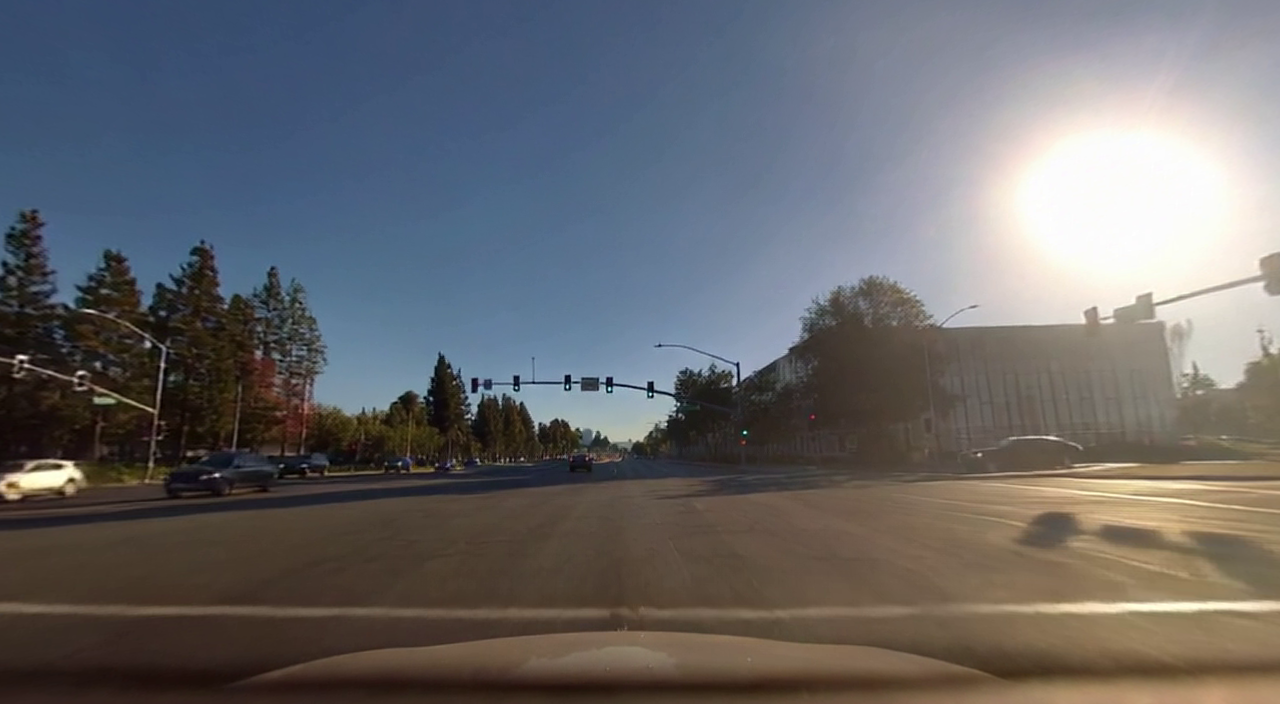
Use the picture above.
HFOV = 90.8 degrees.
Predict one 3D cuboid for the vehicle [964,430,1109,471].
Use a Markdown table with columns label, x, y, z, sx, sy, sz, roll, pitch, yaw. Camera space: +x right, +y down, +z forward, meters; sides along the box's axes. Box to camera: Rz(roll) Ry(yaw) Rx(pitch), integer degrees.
| label | x | y | z | sx | sy | sz | roll | pitch | yaw |
| --- | --- | --- | --- | --- | --- | --- | --- | --- | --- |
| vehicle | 17.923 | 4.465 | 28.761 | 5.003 | 1.786 | 2.369 | 0 | -8 | -2 |

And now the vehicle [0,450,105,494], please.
| label | x | y | z | sx | sy | sz | roll | pitch | yaw |
| --- | --- | --- | --- | --- | --- | --- | --- | --- | --- |
| vehicle | -25.408 | 4.982 | 26.626 | 1.877 | 1.640 | 4.337 | 0 | -8 | 0 |

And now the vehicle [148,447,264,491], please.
| label | x | y | z | sx | sy | sz | roll | pitch | yaw |
| --- | --- | --- | --- | --- | --- | --- | --- | --- | --- |
| vehicle | -18.370 | 4.935 | 27.053 | 1.864 | 1.678 | 4.288 | 0 | -8 | 1 |

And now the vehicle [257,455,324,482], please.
| label | x | y | z | sx | sy | sz | roll | pitch | yaw |
| --- | --- | --- | --- | --- | --- | --- | --- | --- | --- |
| vehicle | -21.745 | 7.252 | 39.469 | 1.945 | 1.466 | 3.809 | 0 | -8 | 0 |

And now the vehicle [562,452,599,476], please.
| label | x | y | z | sx | sy | sz | roll | pitch | yaw |
| --- | --- | --- | --- | --- | --- | --- | --- | --- | --- |
| vehicle | -3.968 | 7.508 | 42.615 | 2.073 | 1.445 | 4.151 | 0 | -8 | 0 |
